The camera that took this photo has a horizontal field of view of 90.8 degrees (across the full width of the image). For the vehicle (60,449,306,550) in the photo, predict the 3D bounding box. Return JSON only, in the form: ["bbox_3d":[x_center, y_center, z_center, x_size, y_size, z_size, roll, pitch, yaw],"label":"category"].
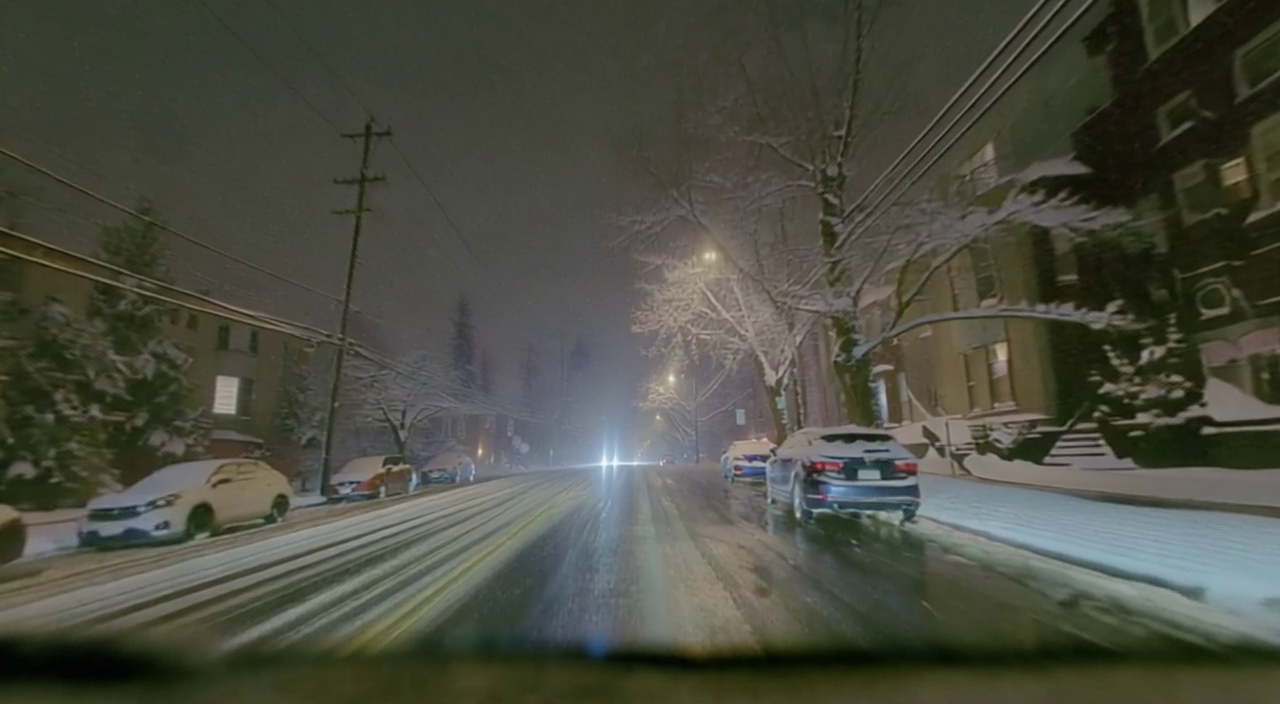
[{"bbox_3d":[-9.274,3.007,13.432,2.051,1.657,4.322,-3,-10,-1],"label":"vehicle"}]

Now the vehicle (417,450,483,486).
[{"bbox_3d":[-9.333,5.706,31.395,2.000,1.495,4.687,-3,-8,-3],"label":"vehicle"}]

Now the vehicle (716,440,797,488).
[{"bbox_3d":[3.880,3.814,21.930,1.946,1.468,4.721,0,-8,1],"label":"vehicle"}]

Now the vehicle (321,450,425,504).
[{"bbox_3d":[-9.335,4.371,22.466,1.884,1.526,4.061,-5,-8,1],"label":"vehicle"}]

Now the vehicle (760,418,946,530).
[{"bbox_3d":[3.766,2.248,12.152,2.155,1.747,4.311,0,-8,2],"label":"vehicle"}]
